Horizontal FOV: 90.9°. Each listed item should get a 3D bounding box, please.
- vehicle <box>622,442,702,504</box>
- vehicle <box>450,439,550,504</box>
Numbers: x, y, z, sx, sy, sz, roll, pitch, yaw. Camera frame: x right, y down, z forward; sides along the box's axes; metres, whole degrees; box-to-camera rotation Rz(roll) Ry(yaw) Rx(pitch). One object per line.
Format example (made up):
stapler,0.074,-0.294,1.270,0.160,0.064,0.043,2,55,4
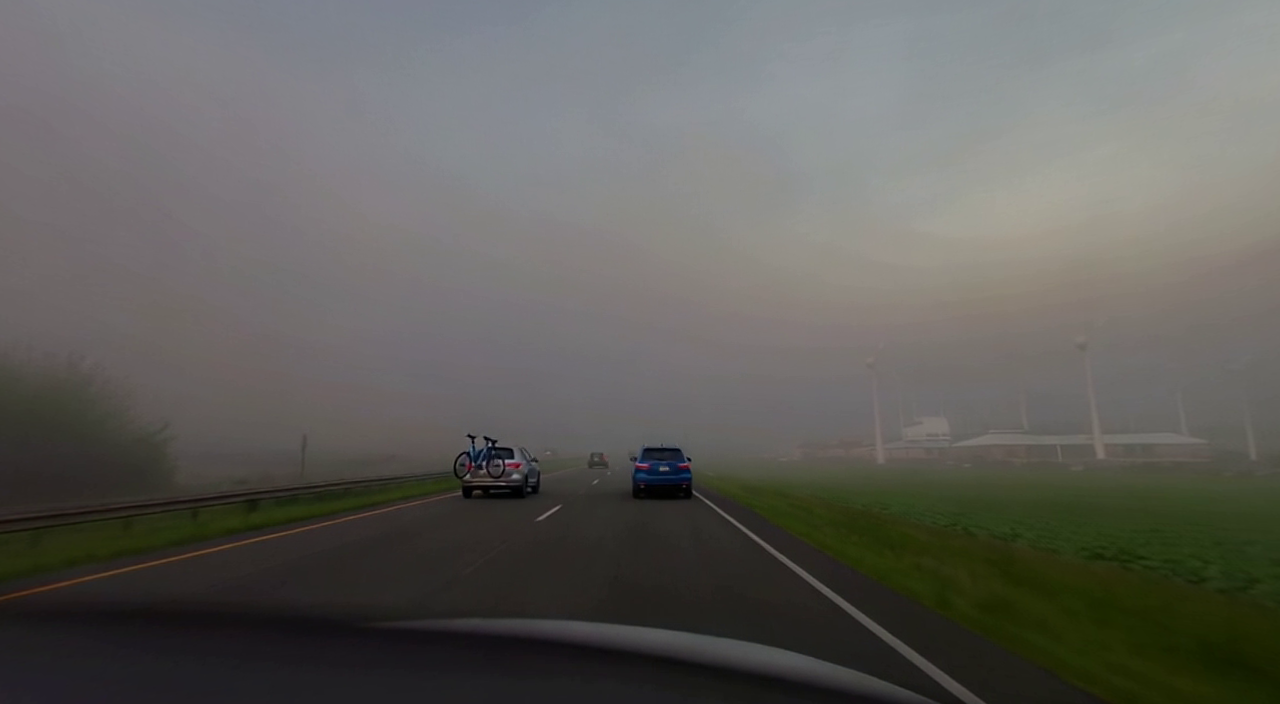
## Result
vehicle,0.552,3.435,18.270,2.063,1.582,3.955,0,-9,-1
vehicle,-3.954,3.450,18.572,1.962,1.681,4.033,0,-9,1
